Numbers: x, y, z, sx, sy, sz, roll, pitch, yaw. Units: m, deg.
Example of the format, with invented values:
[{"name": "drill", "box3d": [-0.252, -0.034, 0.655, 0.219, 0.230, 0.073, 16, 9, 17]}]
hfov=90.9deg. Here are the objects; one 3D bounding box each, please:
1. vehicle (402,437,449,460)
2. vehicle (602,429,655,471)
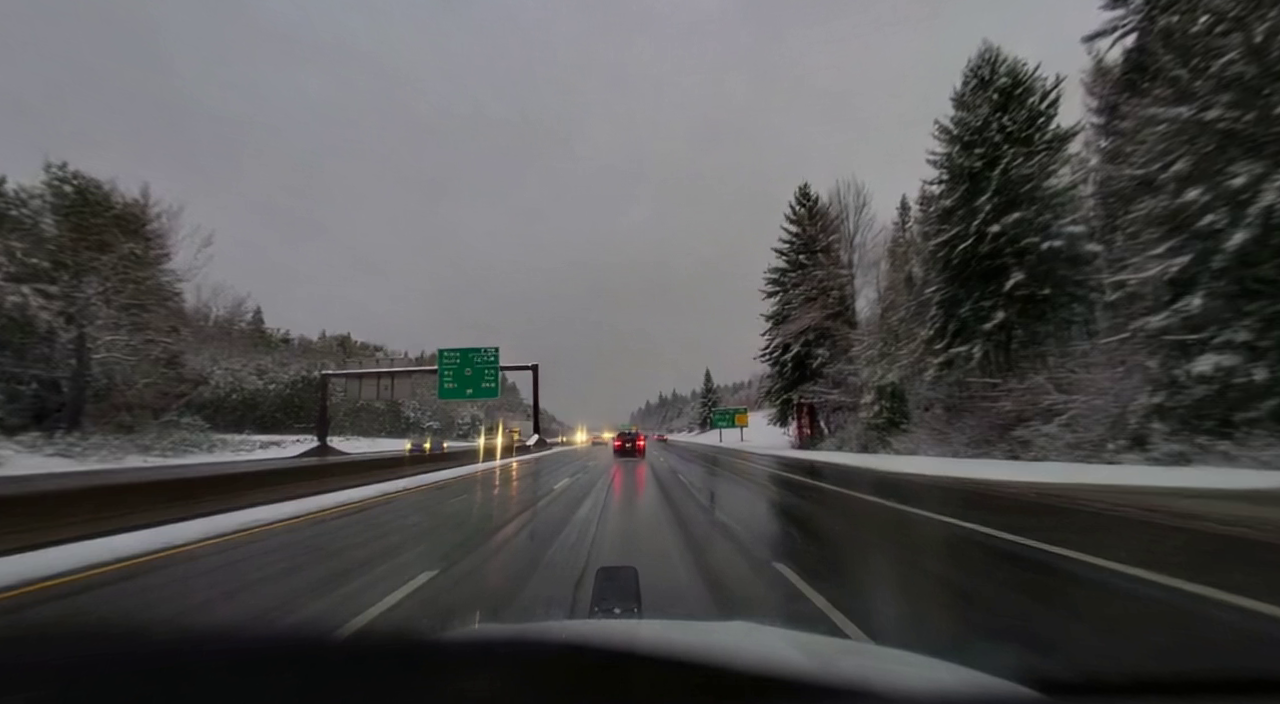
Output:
[{"name": "vehicle", "box3d": [-16.325, 7.340, 48.108, 2.001, 1.671, 4.427, 0, -8, 0]}, {"name": "vehicle", "box3d": [-0.483, 4.125, 26.768, 2.094, 1.600, 3.666, 0, -8, -1]}]
